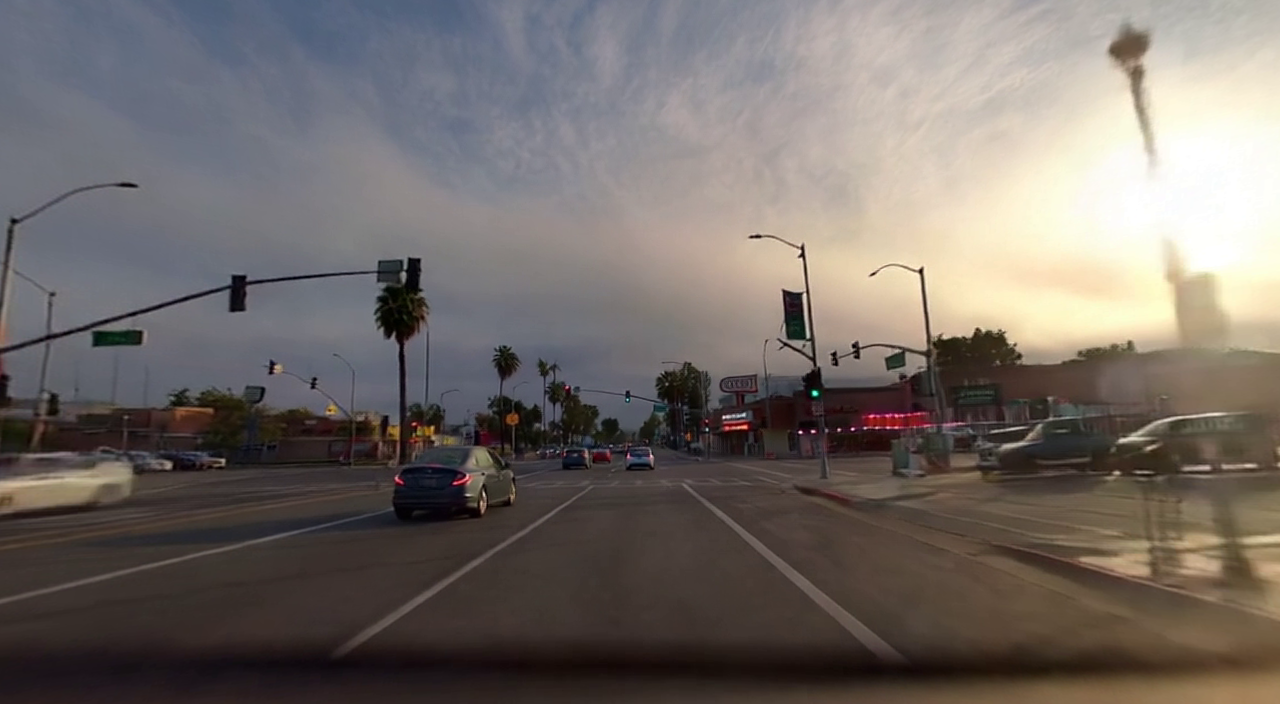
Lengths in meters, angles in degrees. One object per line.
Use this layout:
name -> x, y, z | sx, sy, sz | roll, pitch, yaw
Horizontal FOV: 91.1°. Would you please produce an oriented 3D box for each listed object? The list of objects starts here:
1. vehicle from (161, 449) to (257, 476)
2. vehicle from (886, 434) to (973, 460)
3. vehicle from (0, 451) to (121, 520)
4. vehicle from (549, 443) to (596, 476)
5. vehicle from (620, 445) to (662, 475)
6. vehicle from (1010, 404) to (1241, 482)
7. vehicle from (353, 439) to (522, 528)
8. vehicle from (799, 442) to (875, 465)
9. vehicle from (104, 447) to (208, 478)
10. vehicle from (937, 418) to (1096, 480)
vehicle -> -28.790, 7.377, 42.006 | 4.945, 1.582, 1.938 | -2, -10, -1
vehicle -> 22.698, 7.464, 49.362 | 5.659, 1.913, 2.321 | 0, -8, -3
vehicle -> -15.198, 3.116, 14.817 | 1.930, 1.476, 4.543 | 0, -8, 1
vehicle -> -3.547, 5.711, 33.642 | 1.979, 1.634, 3.957 | 0, -8, 2
vehicle -> 0.085, 5.689, 33.304 | 2.094, 1.496, 4.070 | 0, -8, 1
vehicle -> 13.690, 2.667, 18.414 | 2.345, 1.886, 5.809 | -1, -8, 3
vehicle -> -3.912, 2.597, 13.054 | 1.904, 1.513, 4.410 | 0, -8, 2
vehicle -> 13.384, 6.895, 42.846 | 4.532, 1.504, 2.087 | 0, -8, 1
vehicle -> -29.650, 6.748, 38.579 | 4.640, 1.809, 2.118 | 0, -8, 1
vehicle -> 10.992, 2.890, 18.779 | 1.982, 1.623, 4.211 | 0, -8, -2
